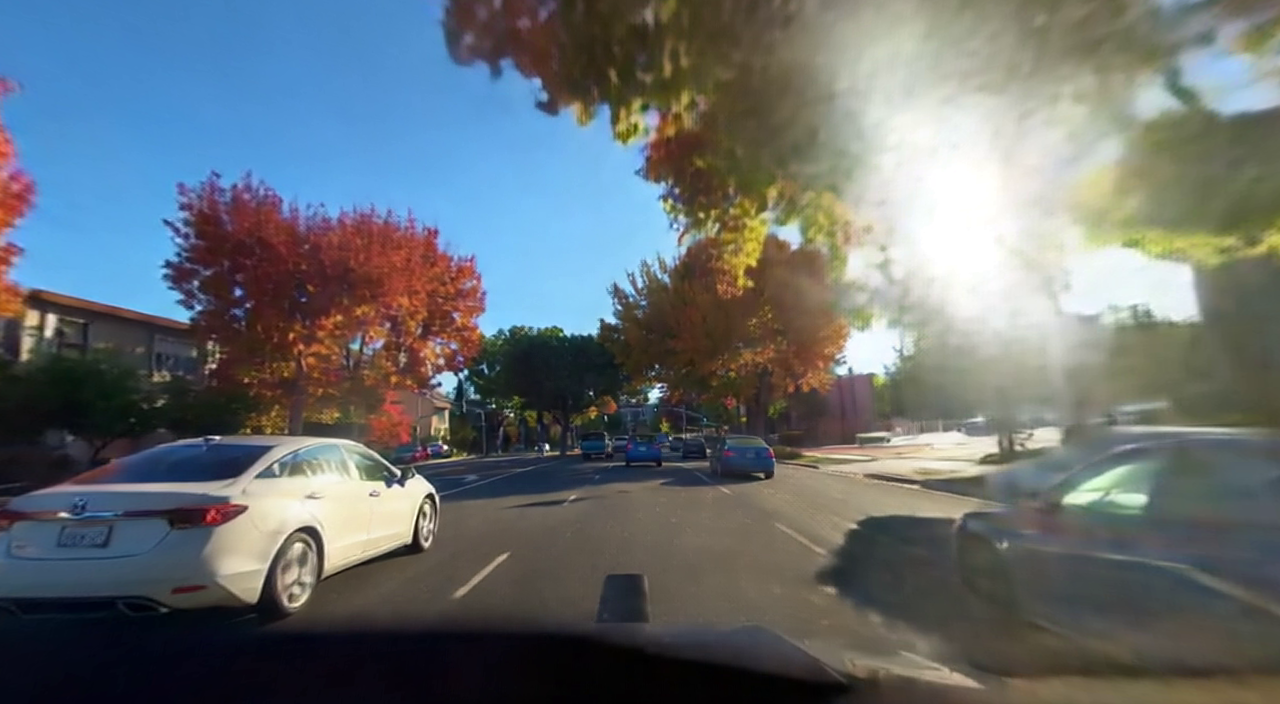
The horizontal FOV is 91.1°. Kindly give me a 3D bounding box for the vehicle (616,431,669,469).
[{"bbox_3d":[0.121,4.567,29.364,2.293,1.662,4.262,0,-8,0],"label":"vehicle"}]

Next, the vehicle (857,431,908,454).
[{"bbox_3d":[18.378,6.921,47.705,1.767,1.400,4.107,-3,-10,-7],"label":"vehicle"}]

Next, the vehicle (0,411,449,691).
[{"bbox_3d":[-3.497,1.400,5.704,1.997,1.479,4.547,0,-8,1],"label":"vehicle"}]

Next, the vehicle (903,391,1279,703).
[{"bbox_3d":[3.374,1.038,3.314,2.060,1.474,4.475,0,-8,0],"label":"vehicle"}]

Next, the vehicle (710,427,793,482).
[{"bbox_3d":[3.662,3.468,21.523,2.019,1.675,4.488,0,-8,0],"label":"vehicle"}]

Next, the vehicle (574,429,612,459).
[{"bbox_3d":[-3.368,6.758,46.149,2.246,2.062,5.123,0,-8,1],"label":"vehicle"}]
